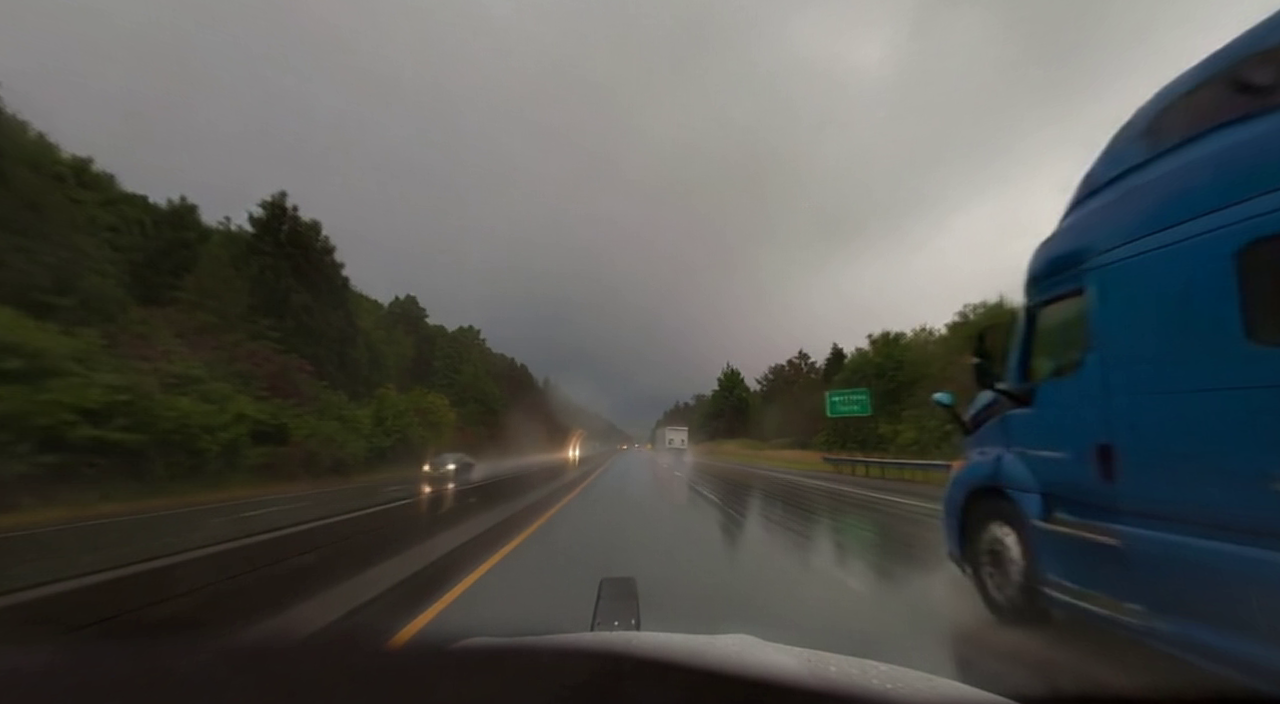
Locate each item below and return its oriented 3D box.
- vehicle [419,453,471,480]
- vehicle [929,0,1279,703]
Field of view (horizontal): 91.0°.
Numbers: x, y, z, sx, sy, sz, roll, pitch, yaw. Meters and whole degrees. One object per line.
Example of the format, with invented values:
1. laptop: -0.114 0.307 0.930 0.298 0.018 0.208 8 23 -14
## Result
1. vehicle: -12.406 7.271 40.232 1.923 1.507 4.349 -1 -8 0
2. vehicle: 4.241 -0.331 0.600 3.101 3.507 9.878 0 -8 -1
